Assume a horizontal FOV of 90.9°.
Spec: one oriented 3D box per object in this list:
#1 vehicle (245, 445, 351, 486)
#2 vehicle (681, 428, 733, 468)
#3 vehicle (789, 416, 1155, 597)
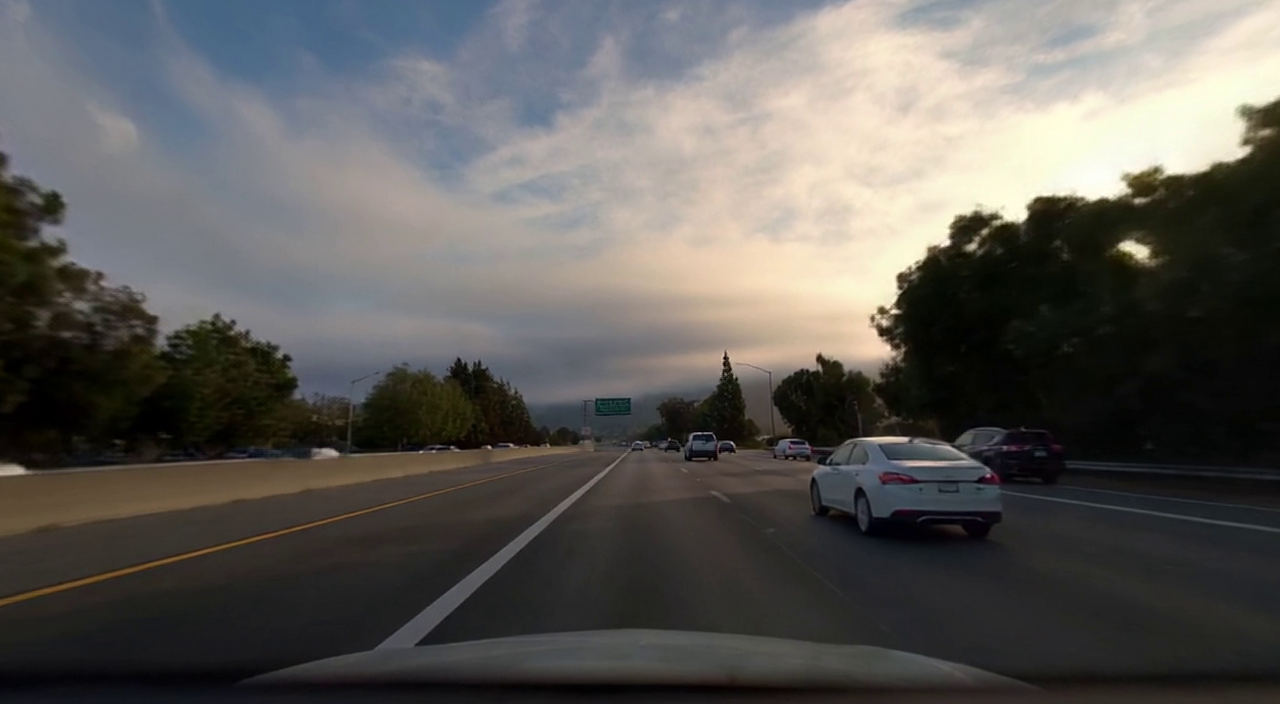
[{"bbox_3d":[-13.978,4.627,26.117,1.798,1.486,4.486,-1,-8,1],"label":"vehicle"},{"bbox_3d":[3.570,5.284,34.809,2.218,1.964,5.662,0,-8,-1],"label":"vehicle"},{"bbox_3d":[3.422,1.671,7.842,1.978,1.535,4.705,0,-8,0],"label":"vehicle"}]
